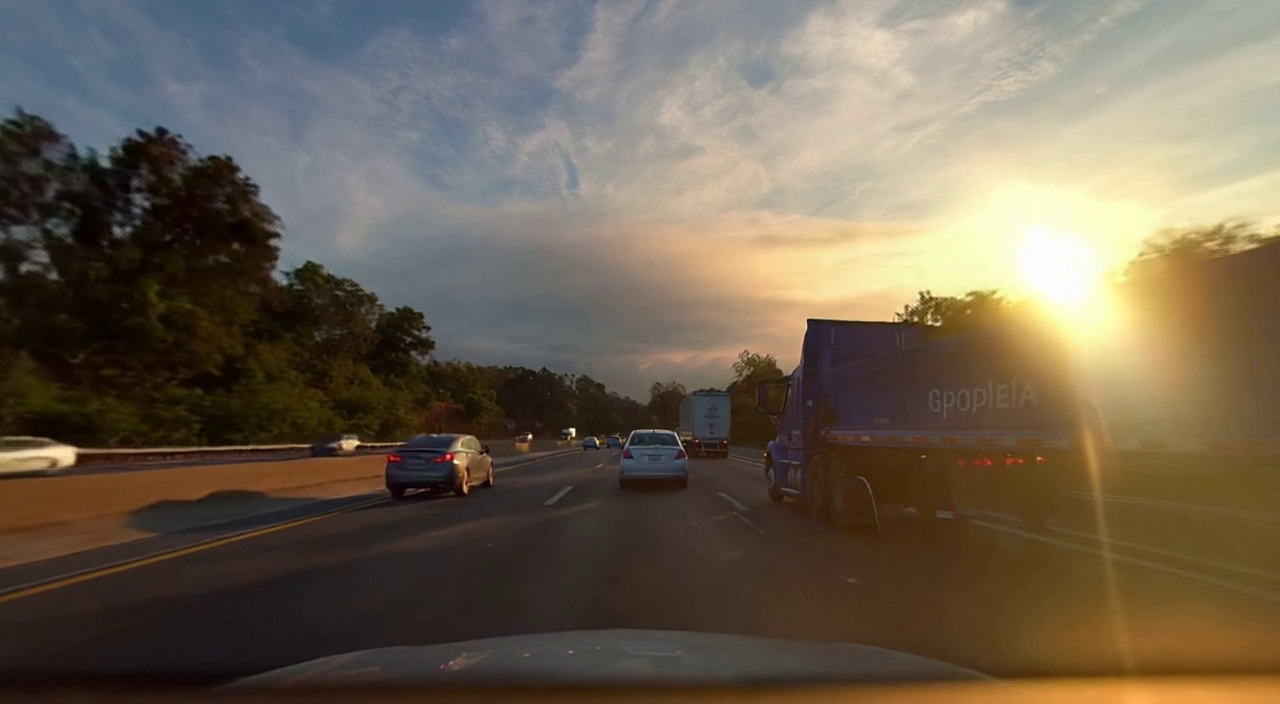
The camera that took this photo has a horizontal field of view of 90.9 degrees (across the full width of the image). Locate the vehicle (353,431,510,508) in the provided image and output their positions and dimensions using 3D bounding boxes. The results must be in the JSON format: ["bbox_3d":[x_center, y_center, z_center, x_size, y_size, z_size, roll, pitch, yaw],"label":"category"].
[{"bbox_3d":[-4.445,2.548,14.283,2.048,1.452,4.430,0,-8,0],"label":"vehicle"}]

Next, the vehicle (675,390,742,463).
[{"bbox_3d":[4.212,5.092,42.130,2.869,4.067,13.731,0,-8,0],"label":"vehicle"}]

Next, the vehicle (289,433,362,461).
[{"bbox_3d":[-18.035,5.424,36.374,1.817,1.495,4.331,0,-8,2],"label":"vehicle"}]

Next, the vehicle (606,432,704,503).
[{"bbox_3d":[0.308,2.620,14.814,2.021,1.435,3.611,0,-8,0],"label":"vehicle"}]

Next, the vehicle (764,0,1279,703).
[{"bbox_3d":[4.237,0.190,6.532,2.816,4.070,14.136,0,-8,-1],"label":"vehicle"}]
